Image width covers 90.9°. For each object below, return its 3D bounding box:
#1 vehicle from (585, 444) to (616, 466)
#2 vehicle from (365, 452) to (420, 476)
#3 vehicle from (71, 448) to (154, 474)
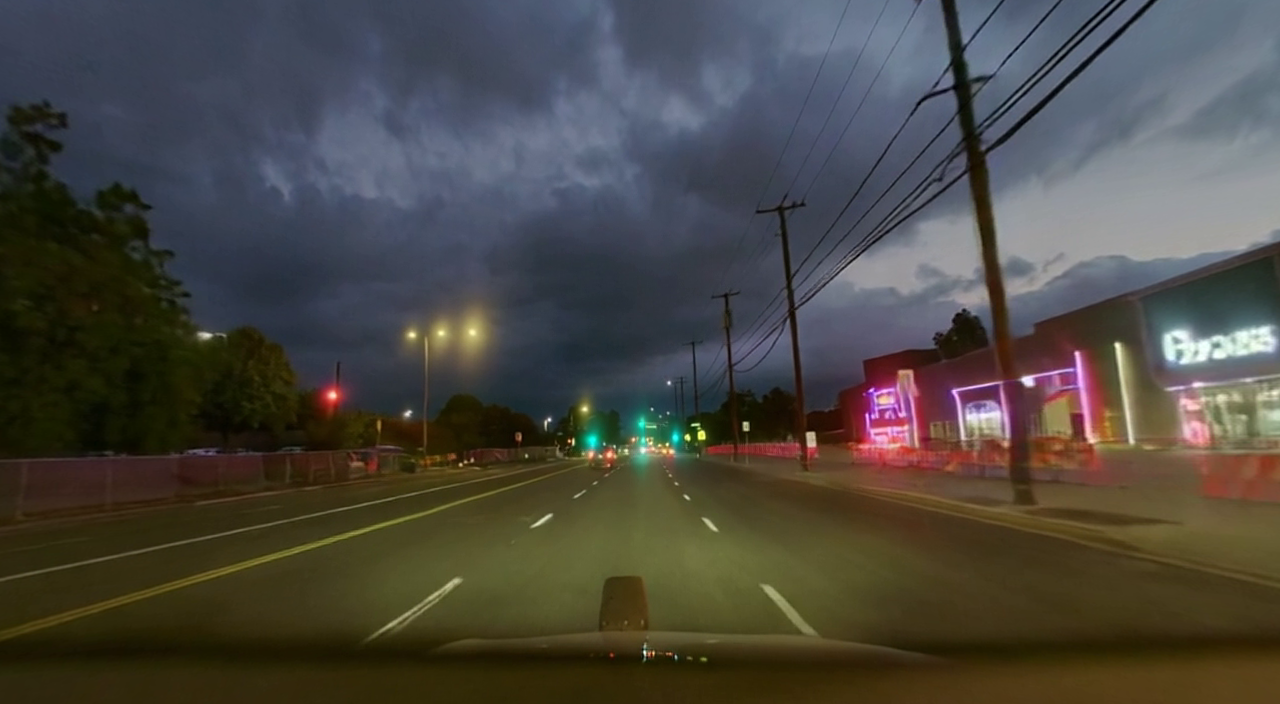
[{"bbox_3d":[-2.983,7.887,48.630,2.036,1.589,4.549,-1,-8,2],"label":"vehicle"},{"bbox_3d":[-17.056,7.734,43.655,1.995,1.460,4.802,-1,-8,-2],"label":"vehicle"},{"bbox_3d":[-39.919,8.264,47.809,4.290,1.788,2.165,0,-8,-1],"label":"vehicle"}]
